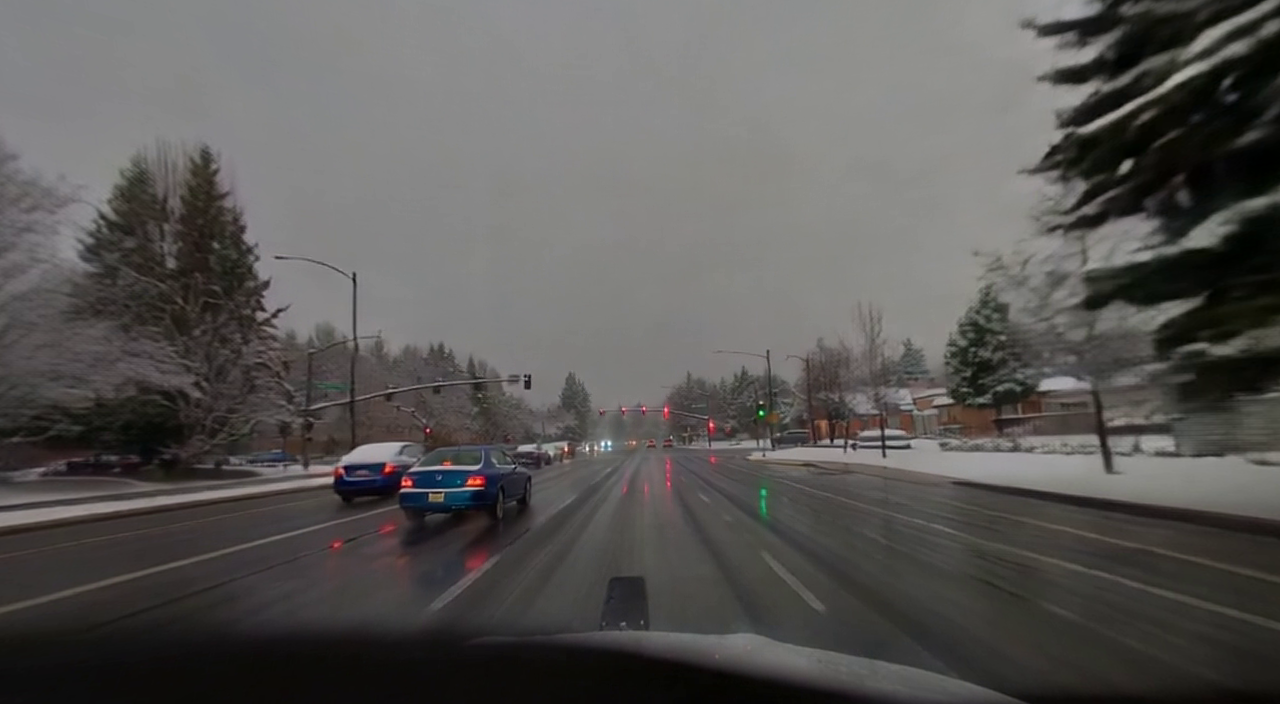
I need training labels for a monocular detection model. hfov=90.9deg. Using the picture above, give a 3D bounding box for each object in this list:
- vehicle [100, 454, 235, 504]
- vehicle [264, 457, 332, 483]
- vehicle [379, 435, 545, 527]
[{"bbox_3d":[-17.911,4.793,24.190,1.832,1.628,4.222,-1,-8,1],"label":"vehicle"},{"bbox_3d":[-21.622,7.441,40.063,1.757,1.472,4.563,-1,-8,1],"label":"vehicle"},{"bbox_3d":[-3.245,2.444,12.537,1.924,1.480,4.421,-1,-9,1],"label":"vehicle"}]
